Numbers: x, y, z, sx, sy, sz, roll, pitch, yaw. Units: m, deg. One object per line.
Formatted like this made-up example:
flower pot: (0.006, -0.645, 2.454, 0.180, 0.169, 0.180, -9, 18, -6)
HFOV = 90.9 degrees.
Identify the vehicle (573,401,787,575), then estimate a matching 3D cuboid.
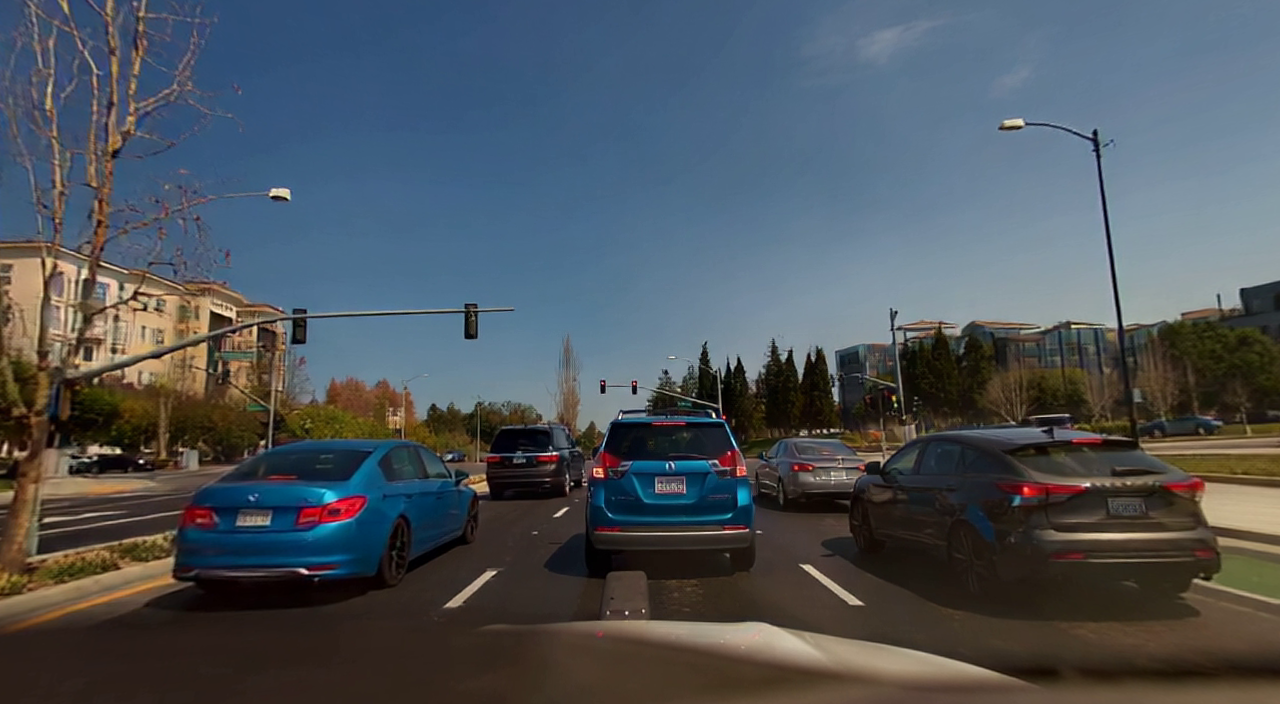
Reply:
vehicle: (0.398, 1.706, 8.682, 2.172, 1.764, 4.338, 0, -8, 0)

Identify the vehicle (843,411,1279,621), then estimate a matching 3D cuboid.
vehicle: (3.925, 1.552, 6.910, 1.954, 1.592, 3.992, 0, -8, -2)

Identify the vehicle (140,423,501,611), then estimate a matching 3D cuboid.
vehicle: (-3.050, 1.647, 7.274, 1.876, 1.497, 4.308, 0, -8, 0)

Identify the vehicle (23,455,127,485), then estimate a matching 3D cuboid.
vehicle: (-33.267, 6.930, 37.160, 4.395, 1.636, 1.926, -1, -8, 5)

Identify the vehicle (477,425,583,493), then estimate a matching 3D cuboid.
vehicle: (-3.204, 3.289, 19.746, 2.230, 1.834, 5.469, 0, -8, 1)
